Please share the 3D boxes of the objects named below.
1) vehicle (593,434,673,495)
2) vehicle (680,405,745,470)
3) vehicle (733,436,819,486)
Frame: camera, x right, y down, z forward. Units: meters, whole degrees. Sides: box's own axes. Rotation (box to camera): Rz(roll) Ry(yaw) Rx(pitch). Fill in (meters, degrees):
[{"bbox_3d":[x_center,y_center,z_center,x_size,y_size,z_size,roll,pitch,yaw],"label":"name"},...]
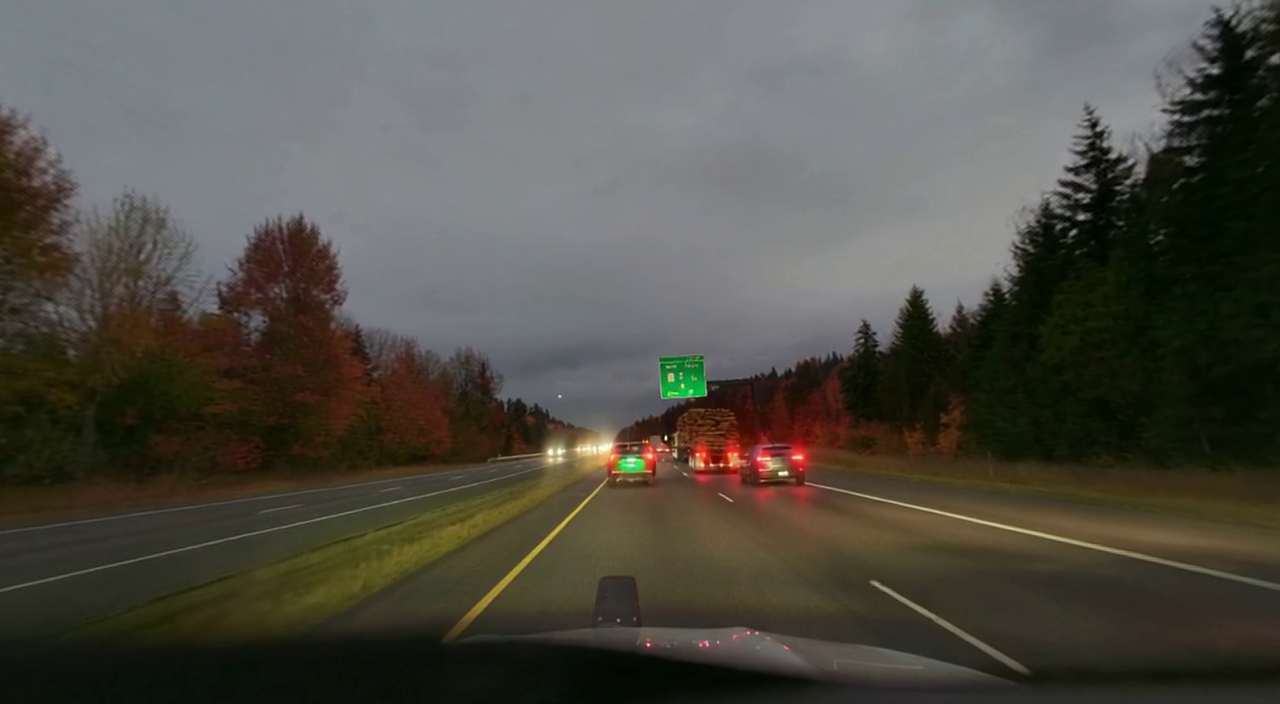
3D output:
[{"bbox_3d":[-0.193,3.492,19.800,2.263,1.699,3.936,-1,-9,0],"label":"vehicle"},{"bbox_3d":[4.661,5.792,42.190,3.125,3.895,8.461,0,-9,-1],"label":"vehicle"},{"bbox_3d":[4.899,4.009,23.319,2.057,1.660,4.525,0,-9,-2],"label":"vehicle"}]
